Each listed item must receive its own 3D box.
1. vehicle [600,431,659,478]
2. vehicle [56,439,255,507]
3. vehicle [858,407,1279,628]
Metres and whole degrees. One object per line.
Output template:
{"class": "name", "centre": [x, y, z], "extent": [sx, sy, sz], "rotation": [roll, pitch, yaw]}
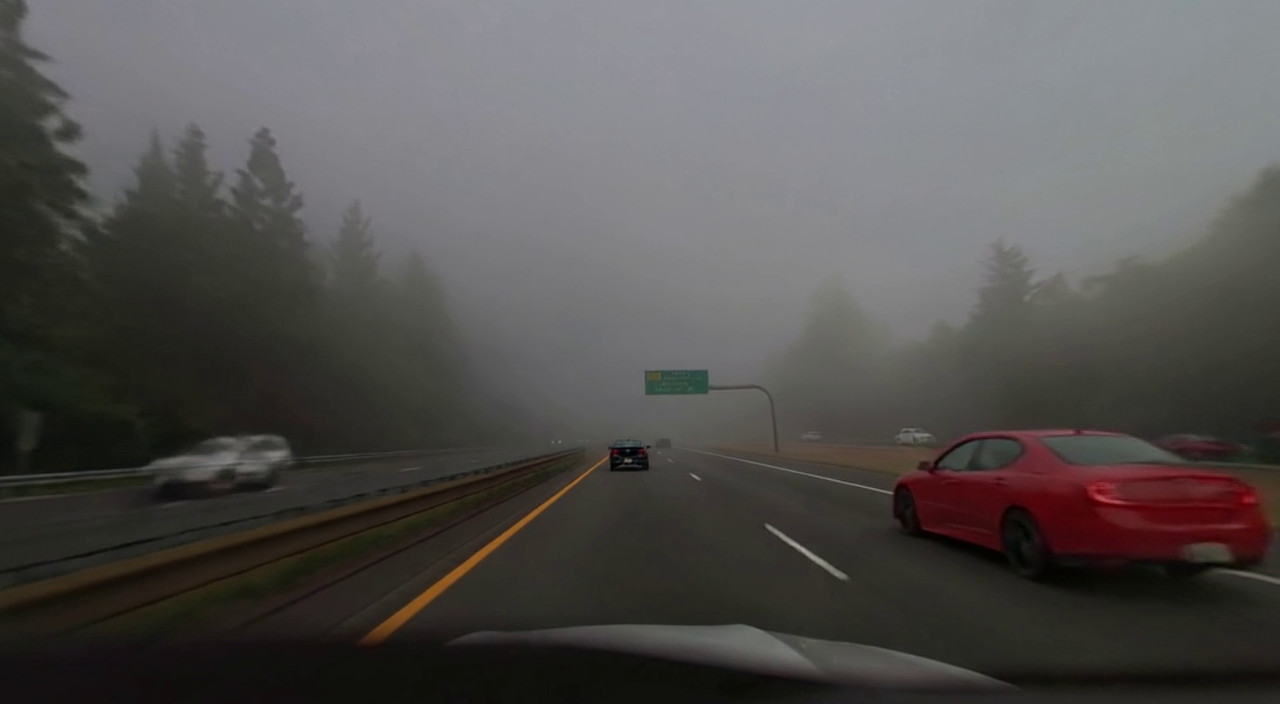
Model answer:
{"class": "vehicle", "centre": [-0.360, 3.543, 22.057], "extent": [1.897, 1.479, 3.724], "rotation": [0, -8, -1]}
{"class": "vehicle", "centre": [-13.234, 3.273, 17.640], "extent": [1.989, 1.629, 4.528], "rotation": [0, -8, 0]}
{"class": "vehicle", "centre": [4.099, 1.429, 6.550], "extent": [2.010, 1.508, 4.285], "rotation": [0, -8, -1]}
